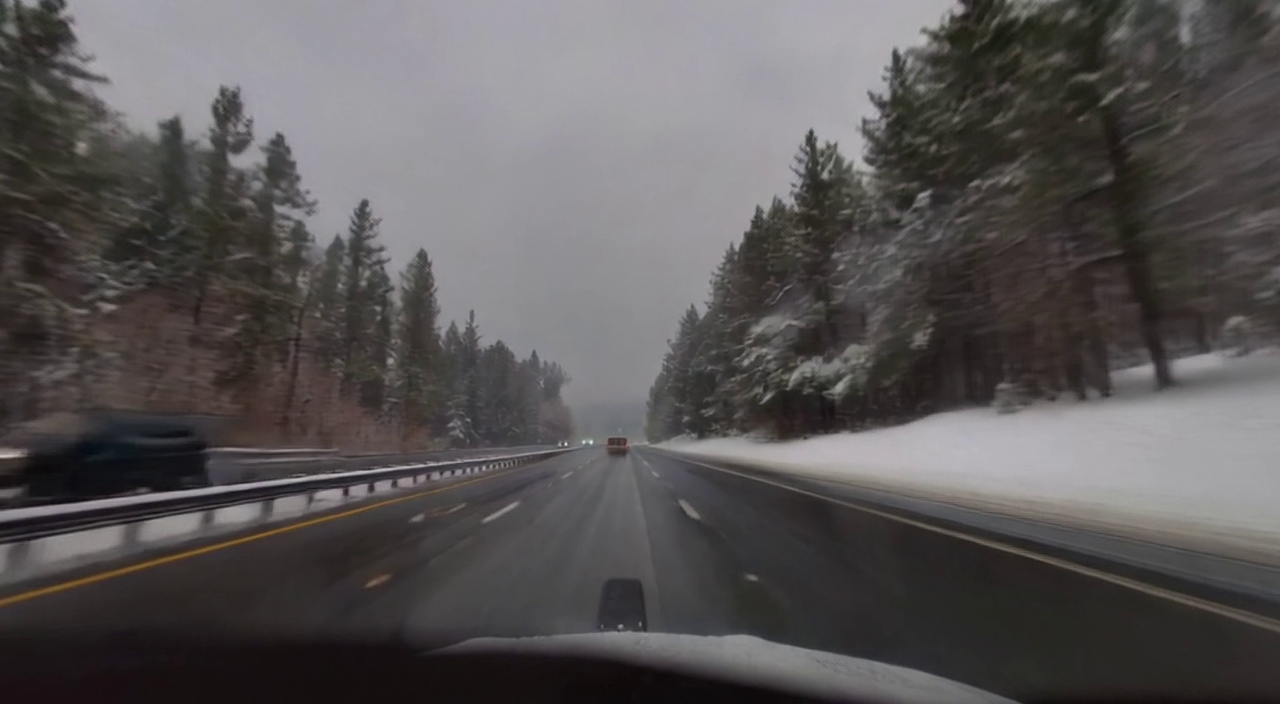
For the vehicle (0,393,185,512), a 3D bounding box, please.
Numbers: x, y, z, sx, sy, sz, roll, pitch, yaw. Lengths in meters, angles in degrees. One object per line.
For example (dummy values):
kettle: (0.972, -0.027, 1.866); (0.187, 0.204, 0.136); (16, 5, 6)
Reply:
vehicle: (-10.483, 1.670, 10.521); (1.991, 1.748, 5.095); (0, -8, -1)
